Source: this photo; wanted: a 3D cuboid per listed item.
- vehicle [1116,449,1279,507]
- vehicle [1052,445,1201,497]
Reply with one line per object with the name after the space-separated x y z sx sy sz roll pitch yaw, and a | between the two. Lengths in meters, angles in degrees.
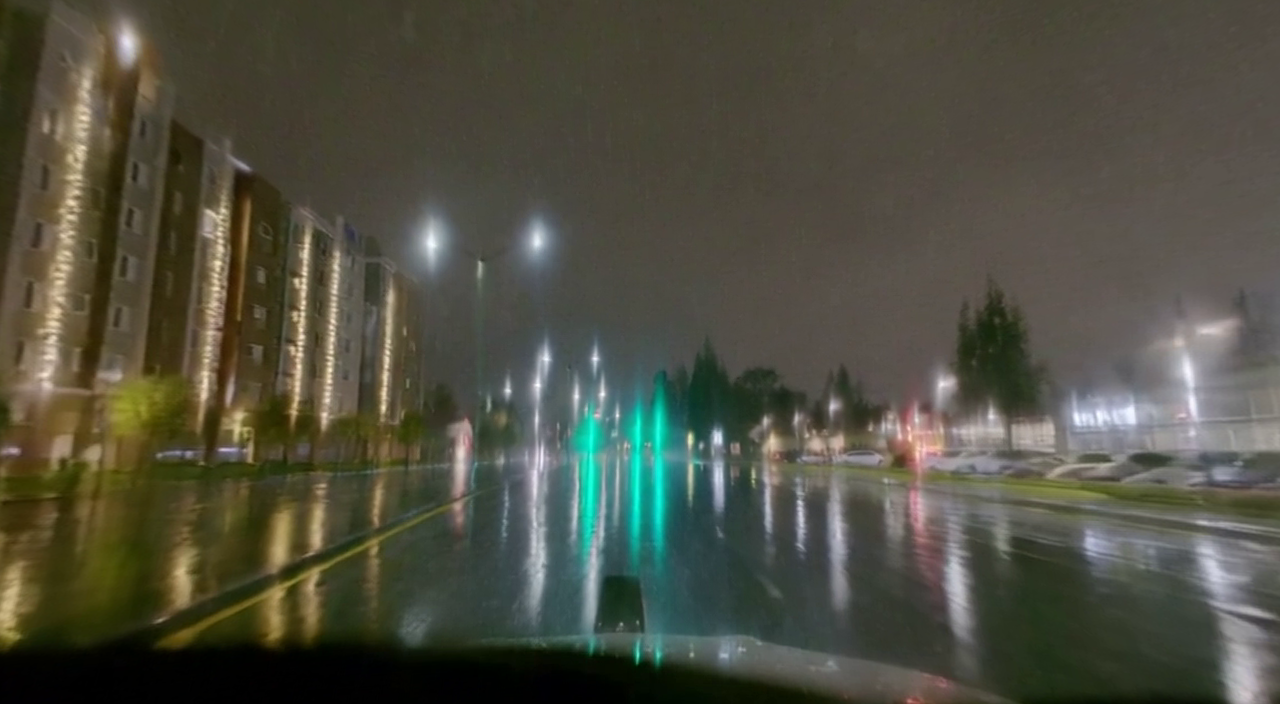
16.682 3.696 18.880 4.239 1.470 2.231 4 -11 -29 | vehicle
16.847 4.047 21.891 4.392 1.612 2.223 4 -9 -25 | vehicle
